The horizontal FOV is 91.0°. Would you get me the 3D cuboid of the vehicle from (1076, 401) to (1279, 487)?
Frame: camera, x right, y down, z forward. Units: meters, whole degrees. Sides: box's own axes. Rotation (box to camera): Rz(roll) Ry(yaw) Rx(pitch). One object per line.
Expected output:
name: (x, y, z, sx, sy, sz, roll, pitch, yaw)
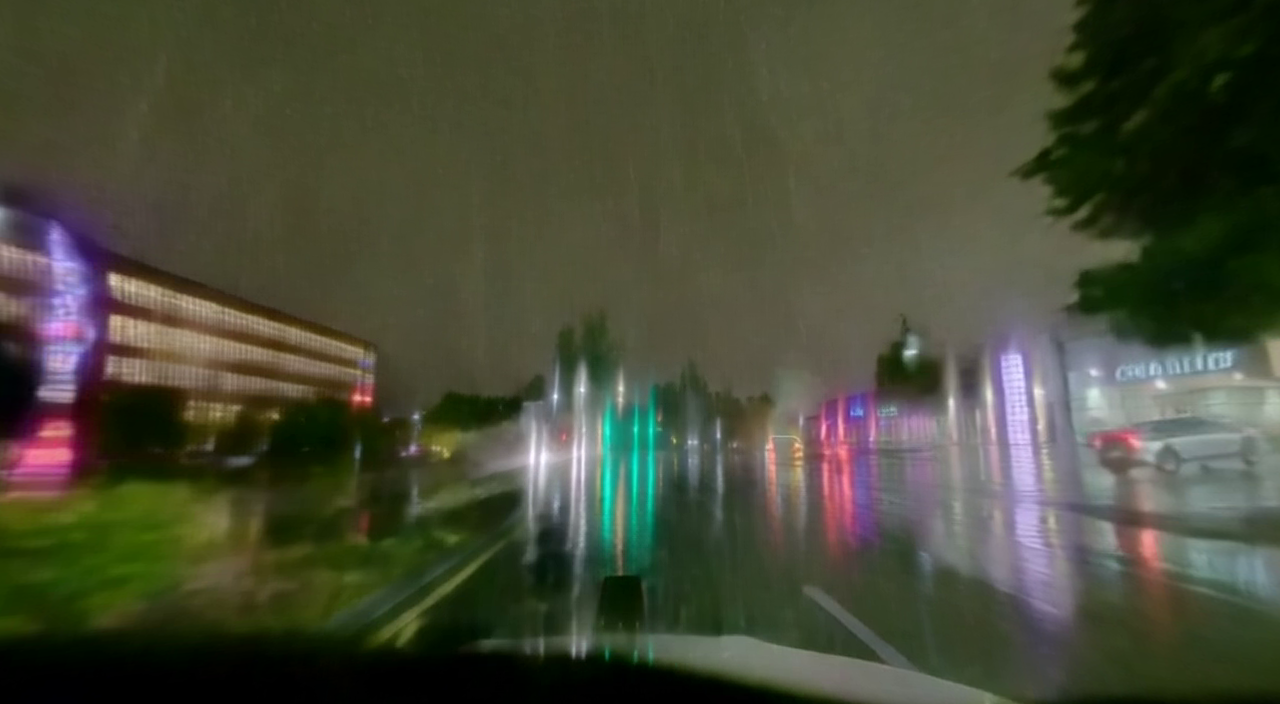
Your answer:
vehicle: (22.076, 3.578, 24.736, 7.634, 3.061, 2.777, -1, -8, 0)
